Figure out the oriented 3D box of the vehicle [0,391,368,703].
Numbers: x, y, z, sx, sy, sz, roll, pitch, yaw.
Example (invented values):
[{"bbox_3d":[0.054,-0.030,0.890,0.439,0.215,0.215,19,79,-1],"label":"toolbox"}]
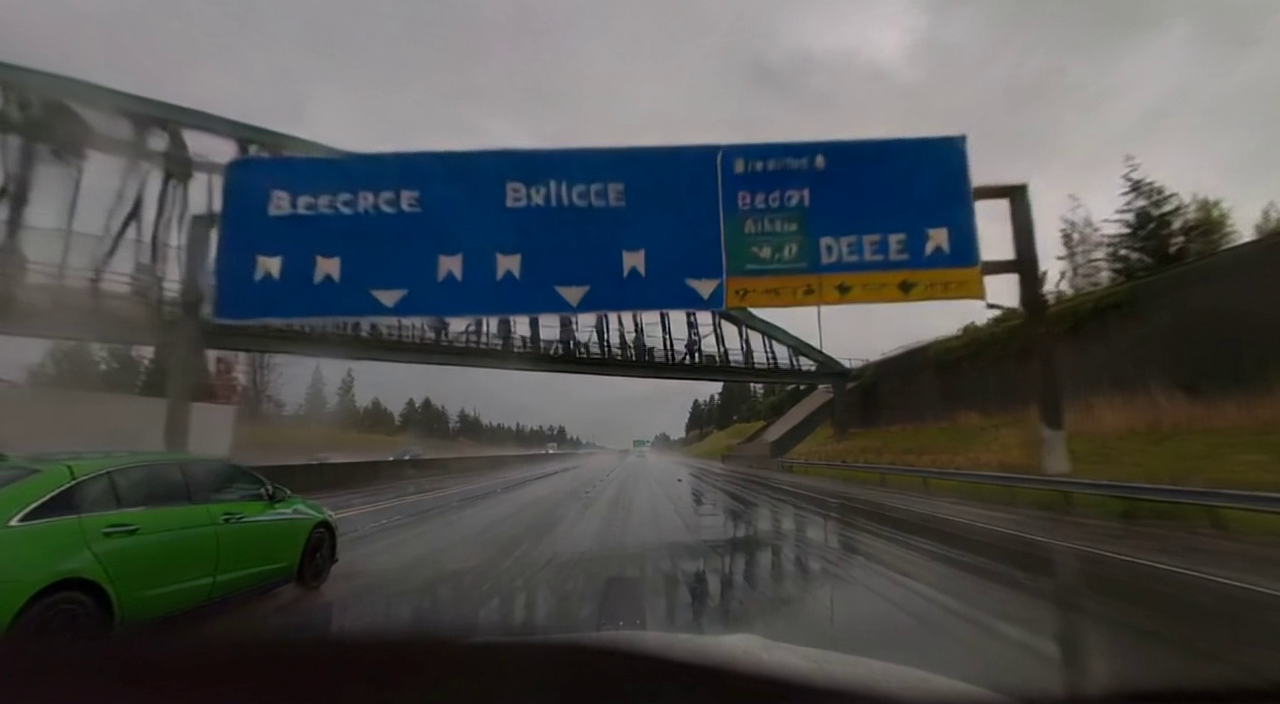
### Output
[{"bbox_3d":[-3.399,1.035,3.016,2.180,1.537,4.459,0,-9,0],"label":"vehicle"}]
